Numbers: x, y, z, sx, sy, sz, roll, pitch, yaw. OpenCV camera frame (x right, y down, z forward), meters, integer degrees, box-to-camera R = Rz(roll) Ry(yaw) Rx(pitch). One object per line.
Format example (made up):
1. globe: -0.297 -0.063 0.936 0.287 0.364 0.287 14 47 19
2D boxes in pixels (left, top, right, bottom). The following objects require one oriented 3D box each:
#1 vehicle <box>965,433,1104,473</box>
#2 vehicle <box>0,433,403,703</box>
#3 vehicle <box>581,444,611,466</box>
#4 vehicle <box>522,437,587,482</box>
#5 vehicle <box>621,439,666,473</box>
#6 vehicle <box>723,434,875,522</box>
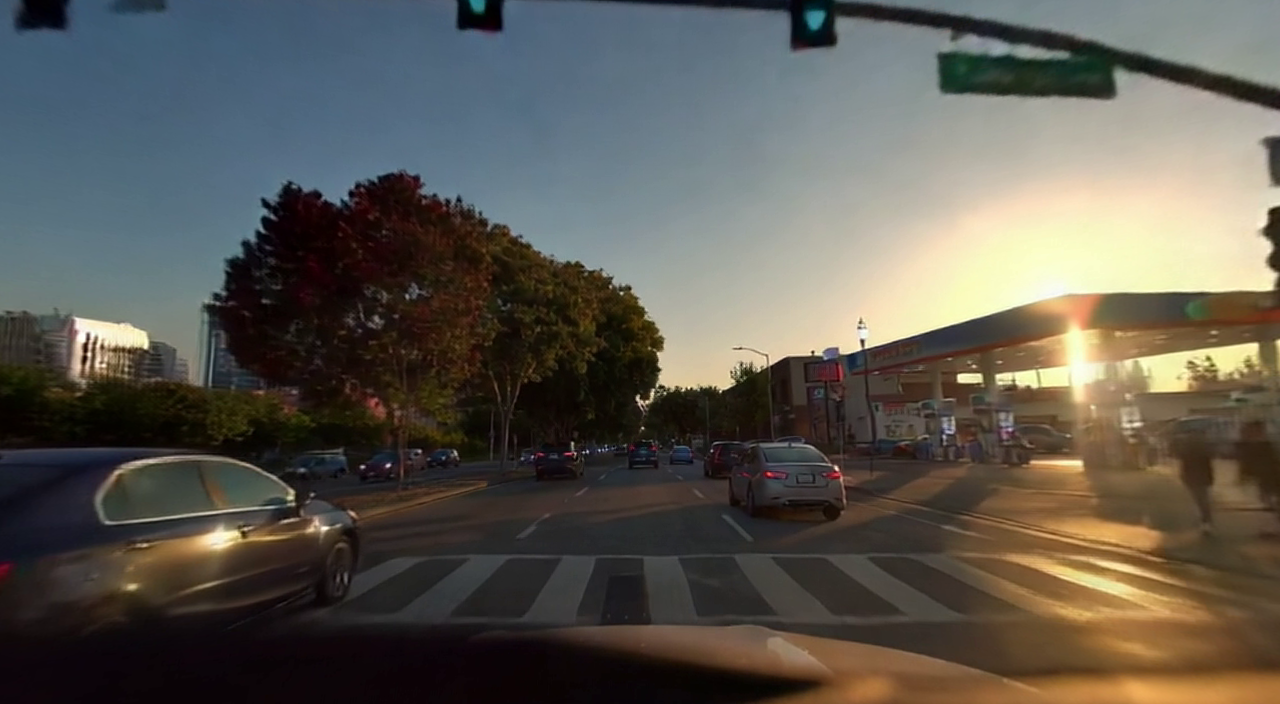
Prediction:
1. vehicle: 16.920 4.364 27.420 1.860 1.587 4.949 3 -9 -19
2. vehicle: -3.281 1.186 3.677 2.013 1.354 4.393 0 -9 1
3. vehicle: -3.175 7.520 46.128 1.901 1.483 4.372 0 -9 0
4. vehicle: -3.313 4.278 25.274 1.988 1.645 3.995 0 -9 1
5. vehicle: 0.169 5.384 32.834 2.192 1.674 4.124 0 -9 0
6. vehicle: 3.053 2.526 13.211 1.919 1.502 4.572 0 -9 -1
